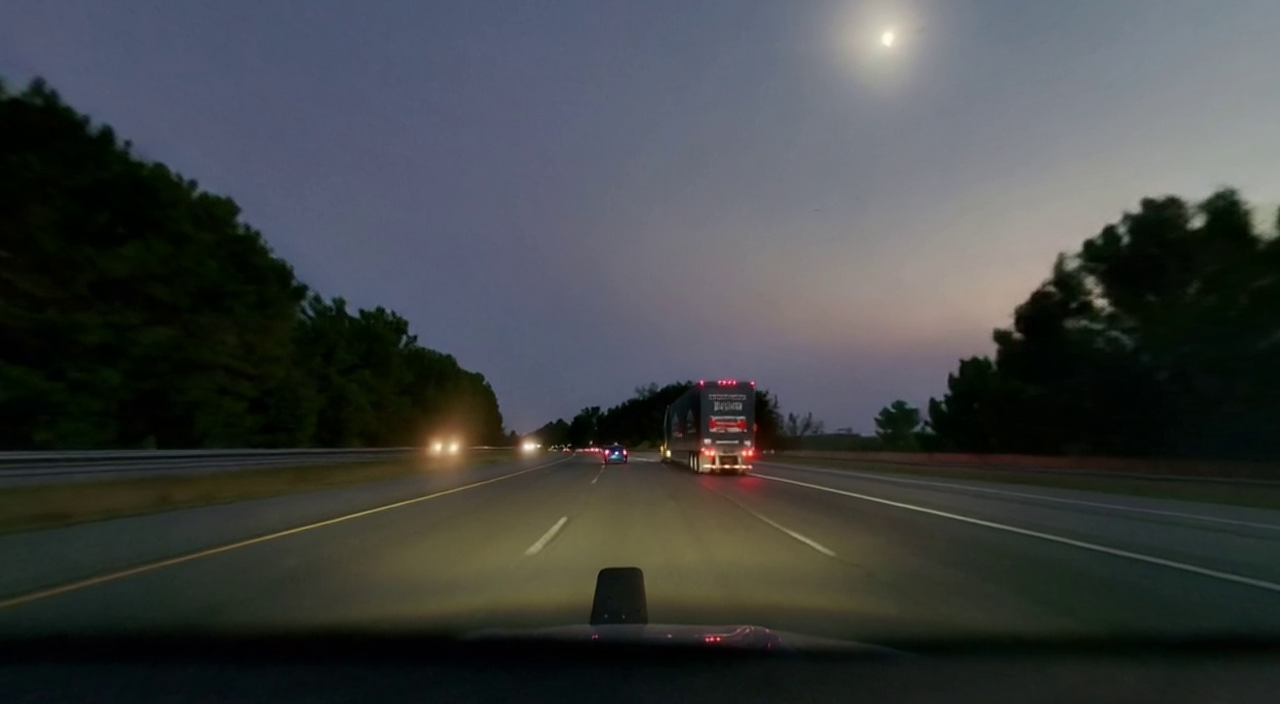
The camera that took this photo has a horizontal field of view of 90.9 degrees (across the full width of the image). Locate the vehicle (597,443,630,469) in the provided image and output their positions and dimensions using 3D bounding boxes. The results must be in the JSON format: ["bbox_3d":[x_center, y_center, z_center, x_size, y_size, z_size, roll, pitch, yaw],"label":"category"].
[{"bbox_3d":[-1.589,6.292,38.124,1.913,1.460,3.610,0,-9,-2],"label":"vehicle"}]

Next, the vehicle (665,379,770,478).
[{"bbox_3d":[3.428,4.165,32.797,2.951,4.012,14.203,0,-9,-3],"label":"vehicle"}]
